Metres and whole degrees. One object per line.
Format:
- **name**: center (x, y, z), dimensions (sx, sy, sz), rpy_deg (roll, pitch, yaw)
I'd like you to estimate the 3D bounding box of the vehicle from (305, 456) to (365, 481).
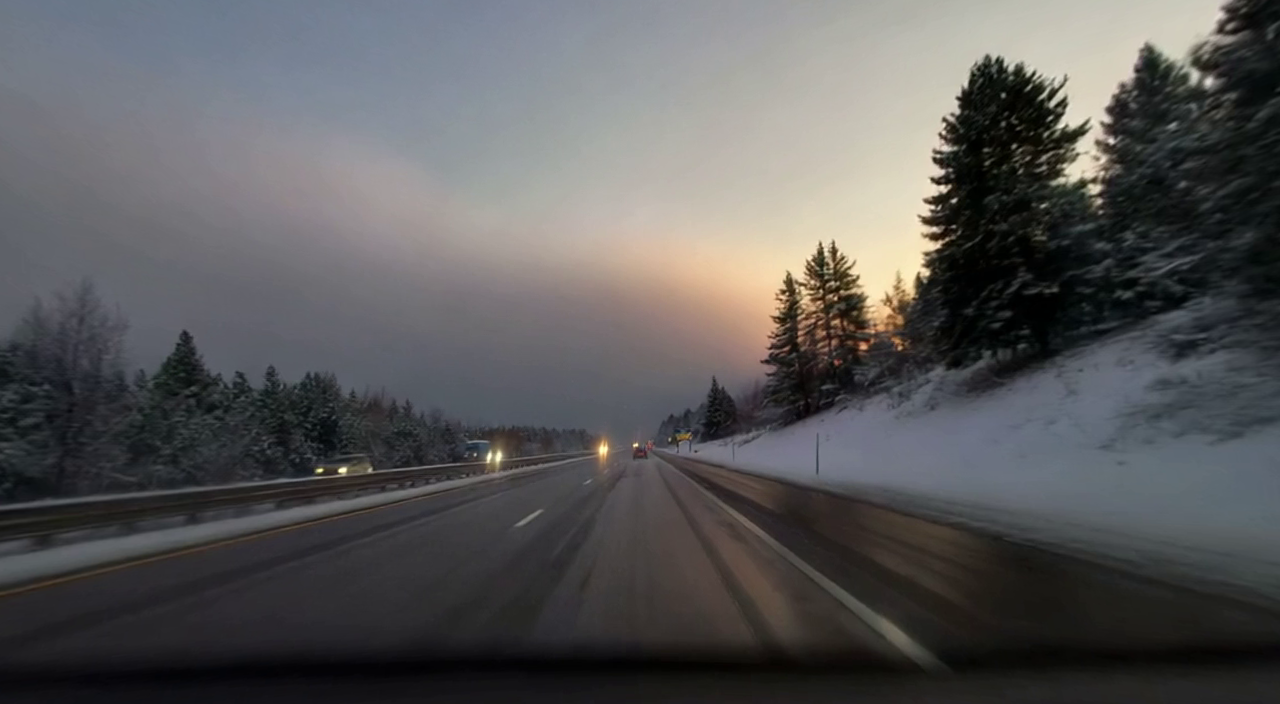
- **vehicle**: center (-19.144, 7.310, 39.685), dimensions (1.772, 1.466, 3.863), rpy_deg (0, -9, 1)
